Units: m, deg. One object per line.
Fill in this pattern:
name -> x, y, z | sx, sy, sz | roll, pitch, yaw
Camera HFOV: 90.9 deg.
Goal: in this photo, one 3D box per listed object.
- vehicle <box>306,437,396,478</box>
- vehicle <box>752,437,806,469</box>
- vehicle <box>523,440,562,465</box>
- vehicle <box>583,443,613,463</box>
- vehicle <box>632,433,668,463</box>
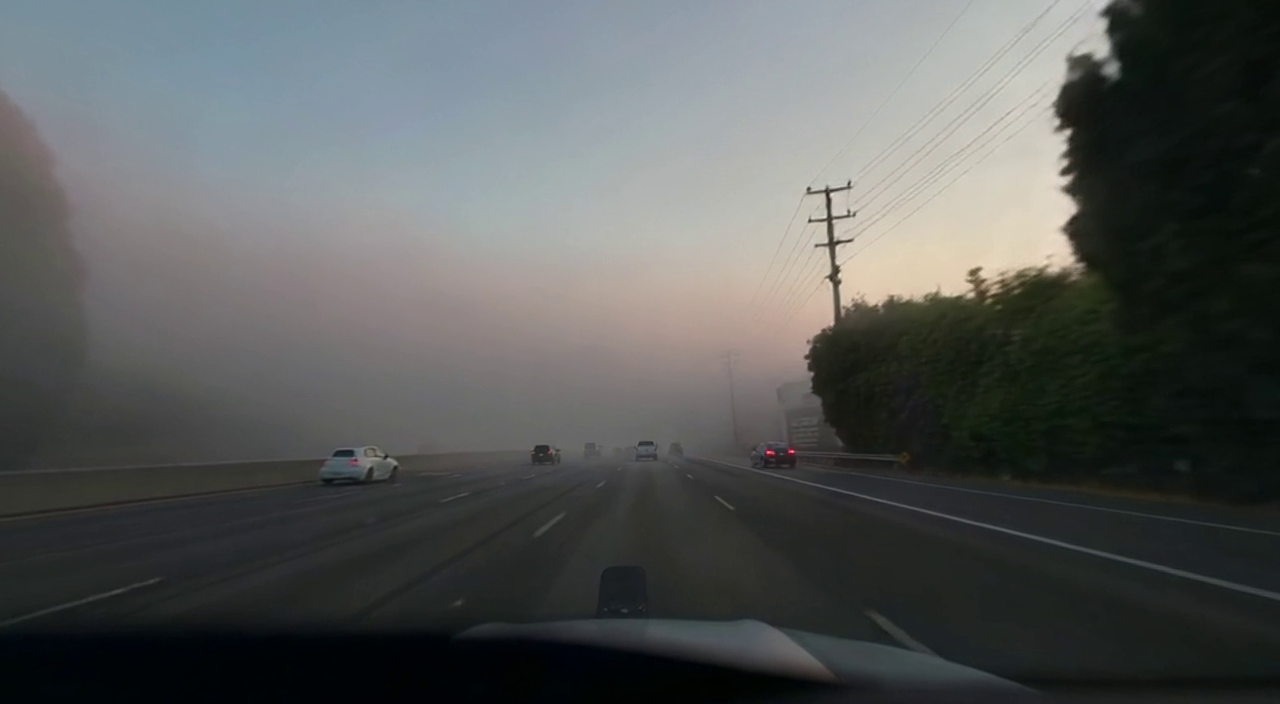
vehicle -> -14.311, 5.213, 31.544 | 2.149, 1.846, 4.713 | -1, -8, 1
vehicle -> 7.691, 5.635, 35.313 | 1.937, 1.698, 4.322 | 0, -8, -1
vehicle -> -6.994, 7.229, 45.494 | 2.007, 1.732, 4.395 | 0, -8, 1
vehicle -> -3.276, 7.931, 49.535 | 1.979, 1.469, 4.378 | 0, -8, 1
vehicle -> 0.751, 7.421, 48.786 | 2.622, 2.208, 5.320 | 0, -8, 0
